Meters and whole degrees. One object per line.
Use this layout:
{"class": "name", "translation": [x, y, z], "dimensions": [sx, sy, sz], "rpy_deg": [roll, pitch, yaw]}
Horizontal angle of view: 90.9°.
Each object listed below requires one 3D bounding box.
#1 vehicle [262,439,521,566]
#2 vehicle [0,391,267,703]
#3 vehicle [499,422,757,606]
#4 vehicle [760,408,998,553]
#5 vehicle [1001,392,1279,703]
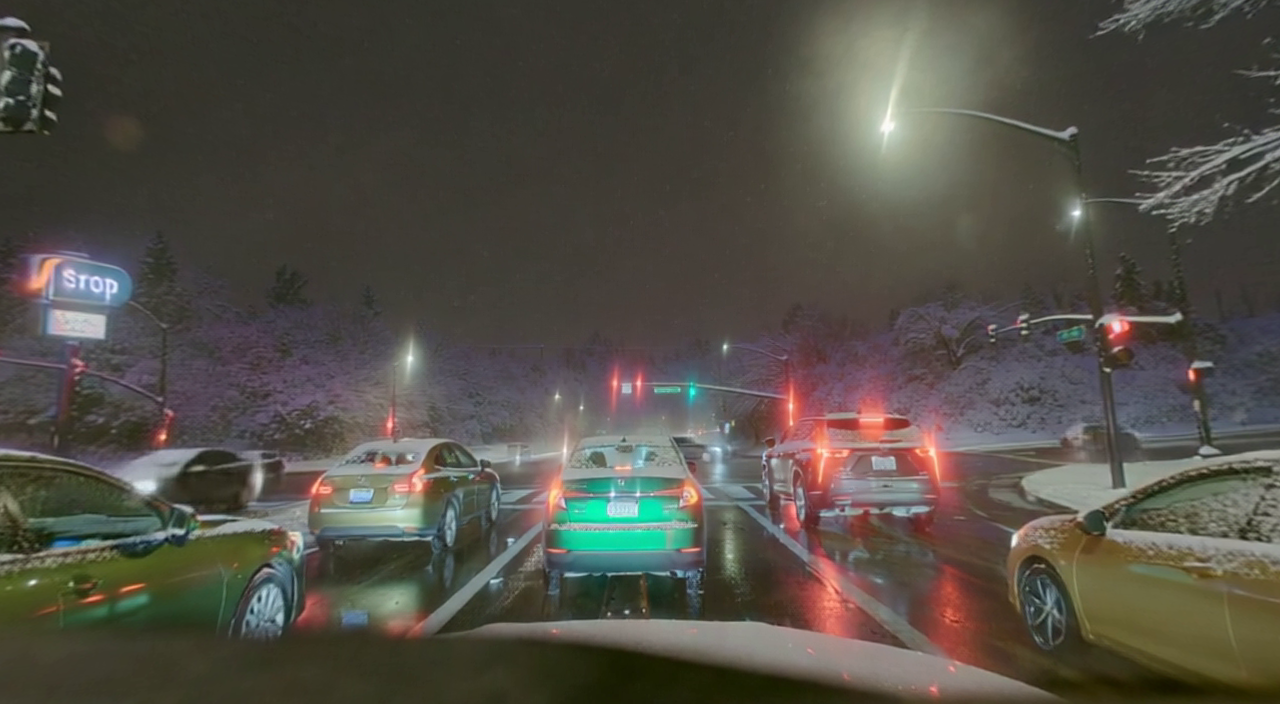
{"class": "vehicle", "translation": [-3.303, 2.071, 9.536], "dimensions": [1.995, 1.436, 4.373], "rpy_deg": [-1, -8, 2]}
{"class": "vehicle", "translation": [-3.480, 0.848, 1.835], "dimensions": [2.016, 1.547, 4.414], "rpy_deg": [0, -8, 1]}
{"class": "vehicle", "translation": [-0.133, 1.647, 7.357], "dimensions": [2.140, 1.499, 4.119], "rpy_deg": [0, -8, -1]}
{"class": "vehicle", "translation": [3.303, 1.868, 9.809], "dimensions": [1.992, 1.744, 4.183], "rpy_deg": [0, -8, -1]}
{"class": "vehicle", "translation": [3.943, 0.972, 3.102], "dimensions": [1.800, 1.519, 4.198], "rpy_deg": [0, -8, 0]}
